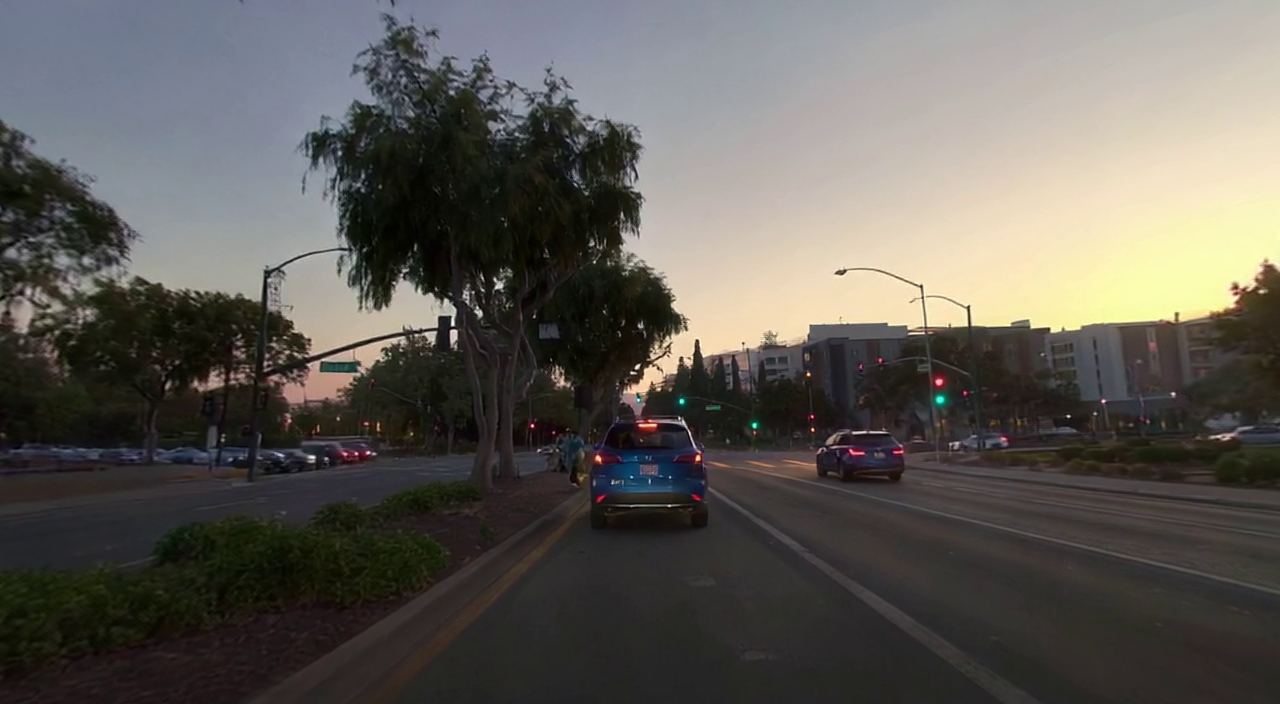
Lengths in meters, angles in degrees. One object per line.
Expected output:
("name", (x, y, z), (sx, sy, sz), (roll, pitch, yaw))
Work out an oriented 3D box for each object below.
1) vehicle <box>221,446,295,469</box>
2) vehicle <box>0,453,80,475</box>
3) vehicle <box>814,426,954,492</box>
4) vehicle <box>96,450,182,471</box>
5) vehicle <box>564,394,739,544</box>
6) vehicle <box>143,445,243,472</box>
("vehicle", (-27.653, 7.636, 45.910), (4.100, 1.567, 1.868), (0, -9, 1))
("vehicle", (-40.568, 7.565, 42.814), (3.386, 1.456, 2.024), (0, -9, 1))
("vehicle", (7.078, 3.172, 19.018), (2.447, 1.707, 4.396), (0, -9, 0))
("vehicle", (-36.520, 7.898, 46.162), (4.647, 1.484, 1.893), (0, -9, 0))
("vehicle", (0.238, 1.873, 10.637), (2.267, 1.926, 4.708), (-1, -9, 2))
("vehicle", (-30.264, 7.214, 42.935), (5.244, 1.715, 1.950), (0, -9, 1))
